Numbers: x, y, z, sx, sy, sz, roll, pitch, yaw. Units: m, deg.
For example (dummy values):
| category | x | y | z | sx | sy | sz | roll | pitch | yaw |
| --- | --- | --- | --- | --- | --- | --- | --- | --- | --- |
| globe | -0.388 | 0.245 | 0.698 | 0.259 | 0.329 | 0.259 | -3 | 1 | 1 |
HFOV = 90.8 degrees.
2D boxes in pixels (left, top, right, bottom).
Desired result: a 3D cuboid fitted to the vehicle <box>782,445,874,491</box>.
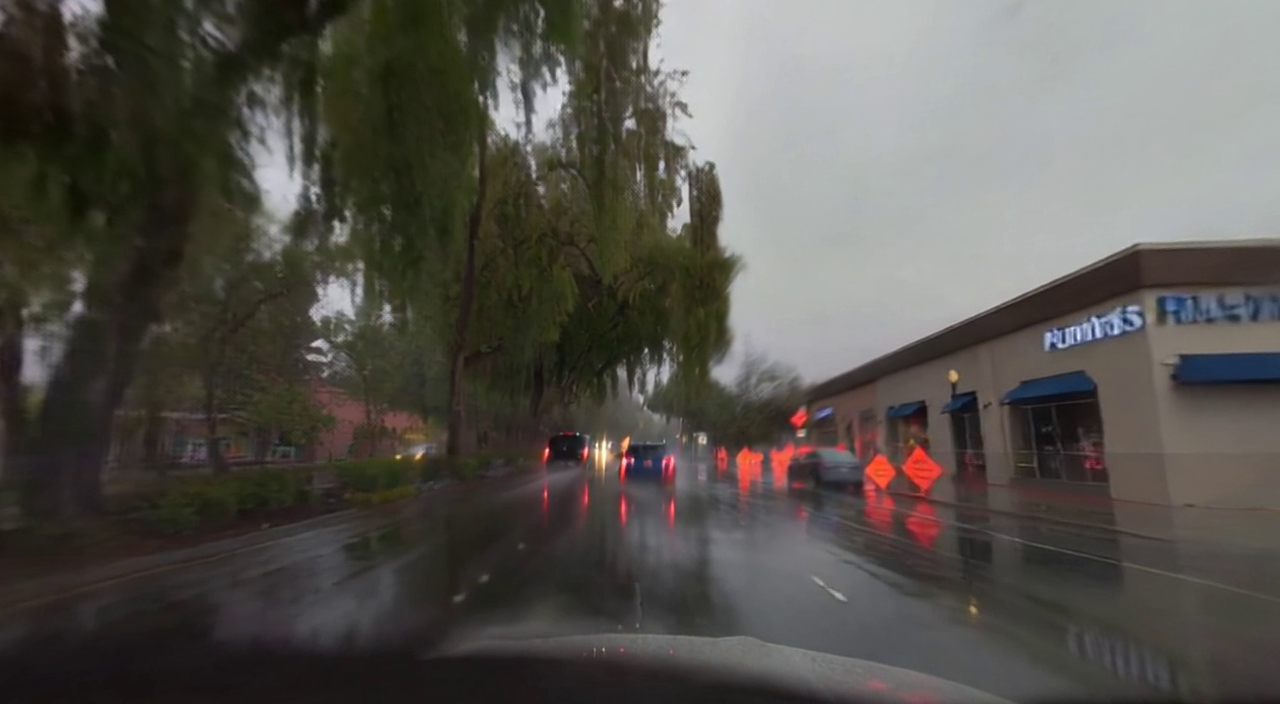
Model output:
| category | x | y | z | sx | sy | sz | roll | pitch | yaw |
| --- | --- | --- | --- | --- | --- | --- | --- | --- | --- |
| vehicle | 6.964 | 4.320 | 23.961 | 2.076 | 1.535 | 4.460 | 1 | -9 | -1 |

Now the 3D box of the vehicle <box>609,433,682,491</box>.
| category | x | y | z | sx | sy | sz | roll | pitch | yaw |
| --- | --- | --- | --- | --- | --- | --- | --- | --- | --- |
| vehicle | 0.165 | 3.581 | 20.932 | 2.168 | 1.725 | 4.192 | 0 | -8 | 0 |

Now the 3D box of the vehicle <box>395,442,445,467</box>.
| category | x | y | z | sx | sy | sz | roll | pitch | yaw |
| --- | --- | --- | --- | --- | --- | --- | --- | --- | --- |
| vehicle | -15.502 | 7.215 | 44.695 | 1.898 | 1.702 | 4.456 | 0 | -8 | 1 |

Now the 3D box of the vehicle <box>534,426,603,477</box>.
| category | x | y | z | sx | sy | sz | roll | pitch | yaw |
| --- | --- | --- | --- | --- | --- | --- | --- | --- | --- |
| vehicle | -3.118 | 4.509 | 28.855 | 2.357 | 2.063 | 5.488 | 0 | -8 | 1 |
